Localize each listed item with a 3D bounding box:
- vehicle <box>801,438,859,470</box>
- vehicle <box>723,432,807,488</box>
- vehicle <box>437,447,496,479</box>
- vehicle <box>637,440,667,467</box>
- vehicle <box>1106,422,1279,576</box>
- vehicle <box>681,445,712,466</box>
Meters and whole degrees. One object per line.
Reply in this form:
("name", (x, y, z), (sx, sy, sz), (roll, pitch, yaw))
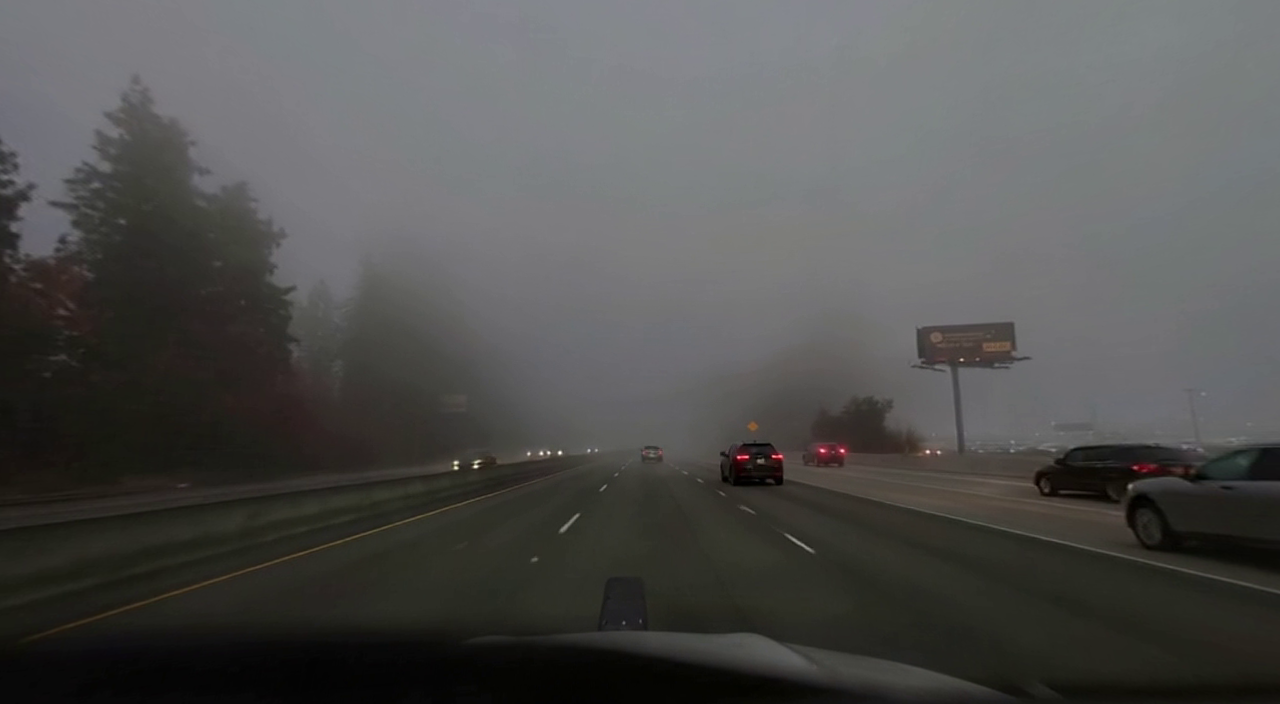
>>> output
("vehicle", (11.360, 6.123, 38.127), (2.028, 1.801, 4.503), (0, -8, -1))
("vehicle", (4.513, 3.971, 23.515), (2.075, 1.845, 4.667), (0, -8, -1))
("vehicle", (-9.977, 6.386, 36.659), (2.065, 1.709, 4.466), (-1, -8, 1))
("vehicle", (0.854, 7.509, 46.885), (2.145, 1.832, 4.004), (0, -8, 0))
("vehicle", (7.431, 1.517, 6.583), (1.807, 1.558, 4.352), (0, -8, 0))
("vehicle", (4.192, 7.771, 47.571), (1.902, 1.532, 4.181), (0, -8, -1))
